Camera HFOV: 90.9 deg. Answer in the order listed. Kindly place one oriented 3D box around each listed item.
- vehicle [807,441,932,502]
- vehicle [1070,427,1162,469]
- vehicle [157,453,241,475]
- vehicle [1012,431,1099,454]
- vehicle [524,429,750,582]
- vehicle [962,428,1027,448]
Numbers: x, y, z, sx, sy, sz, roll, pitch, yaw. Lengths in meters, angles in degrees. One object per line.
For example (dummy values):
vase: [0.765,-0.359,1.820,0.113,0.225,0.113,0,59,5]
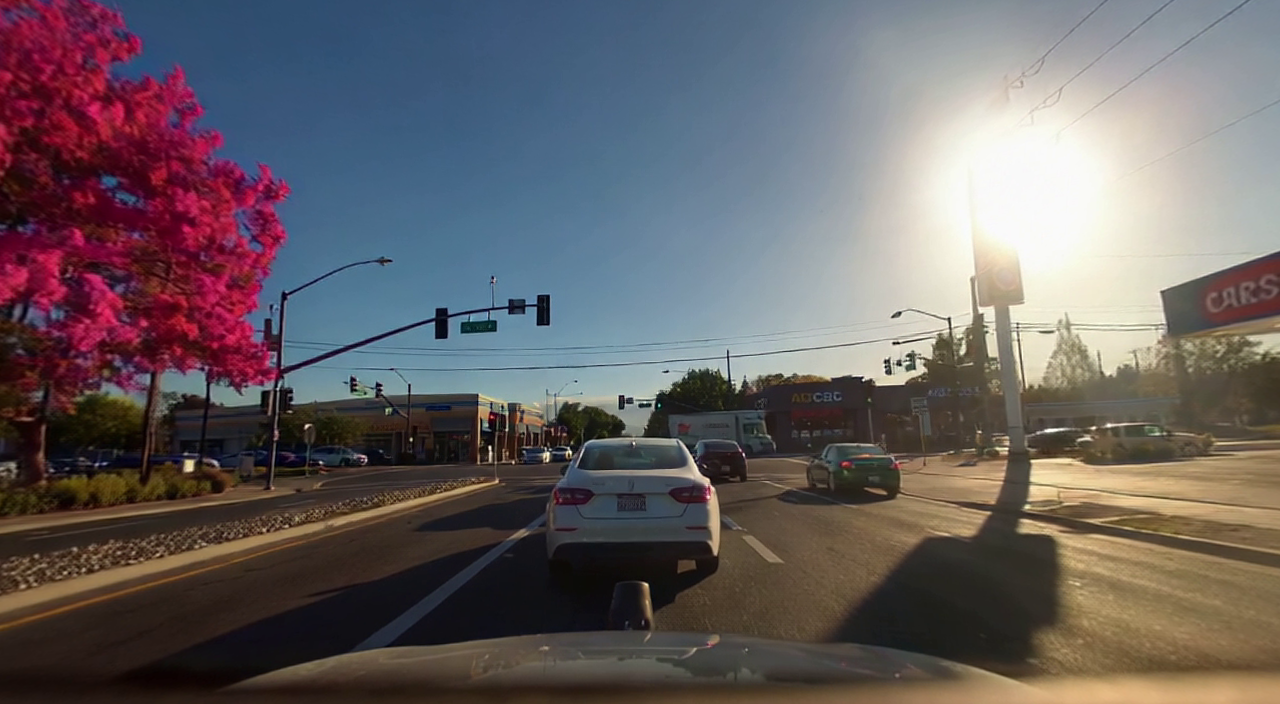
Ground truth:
vehicle: [6.383,3.351,18.152,1.942,1.511,4.390,0,-8,0]
vehicle: [18.560,3.717,24.506,4.300,1.495,2.053,8,-12,-44]
vehicle: [-30.383,7.697,43.460,4.609,1.465,1.944,-2,-8,10]
vehicle: [28.399,6.192,43.202,4.458,1.510,1.947,-1,-8,6]
vehicle: [-0.052,1.804,8.276,2.213,1.482,4.057,0,-8,-1]
vehicle: [27.702,6.753,49.327,3.968,1.572,1.740,0,-8,3]
